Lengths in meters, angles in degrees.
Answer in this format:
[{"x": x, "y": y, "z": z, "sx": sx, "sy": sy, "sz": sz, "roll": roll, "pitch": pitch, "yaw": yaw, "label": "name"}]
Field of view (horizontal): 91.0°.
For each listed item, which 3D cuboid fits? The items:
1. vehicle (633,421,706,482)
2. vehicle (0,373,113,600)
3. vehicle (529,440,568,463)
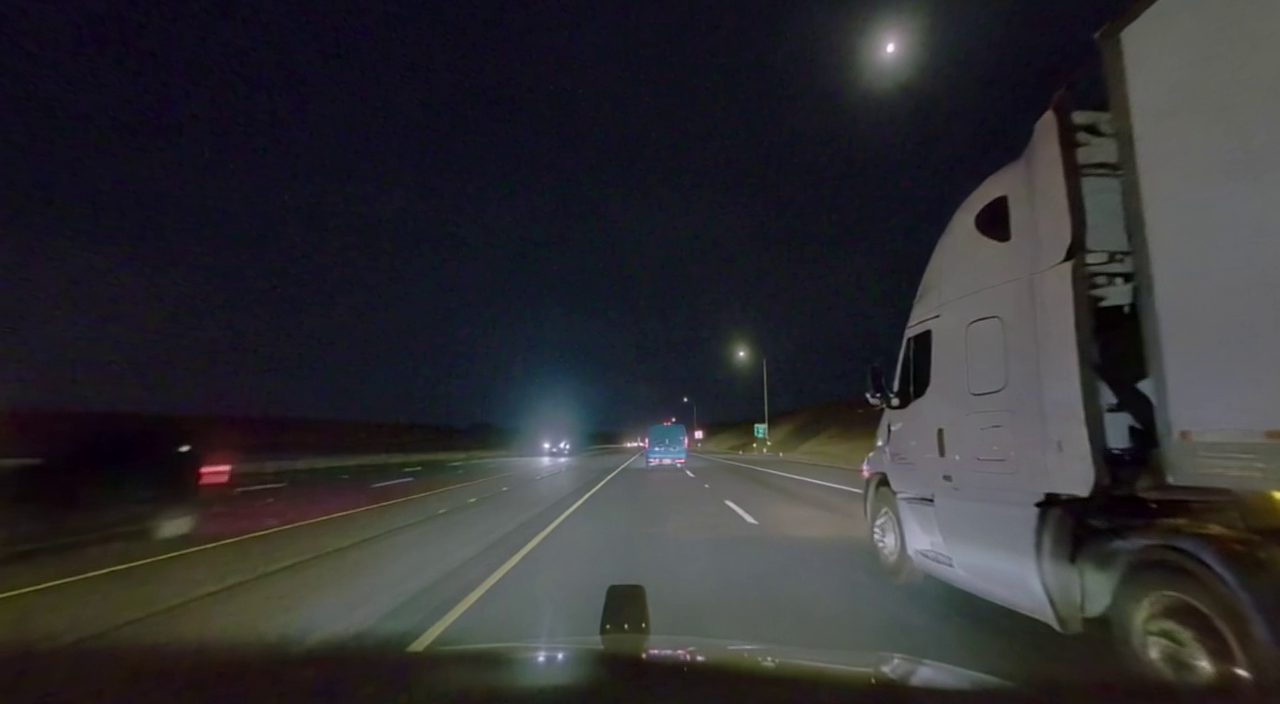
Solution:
[{"x": 1.005, "y": 3.682, "z": 23.549, "sx": 2.469, "sy": 2.027, "sz": 4.554, "roll": 0, "pitch": -8, "yaw": 1, "label": "vehicle"}, {"x": -7.735, "y": 1.162, "z": 4.987, "sx": 2.546, "sy": 2.262, "sz": 5.135, "roll": 0, "pitch": -8, "yaw": 1, "label": "vehicle"}, {"x": -6.831, "y": 7.490, "z": 47.380, "sx": 2.157, "sy": 1.650, "sz": 4.441, "roll": 0, "pitch": -8, "yaw": 1, "label": "vehicle"}]
